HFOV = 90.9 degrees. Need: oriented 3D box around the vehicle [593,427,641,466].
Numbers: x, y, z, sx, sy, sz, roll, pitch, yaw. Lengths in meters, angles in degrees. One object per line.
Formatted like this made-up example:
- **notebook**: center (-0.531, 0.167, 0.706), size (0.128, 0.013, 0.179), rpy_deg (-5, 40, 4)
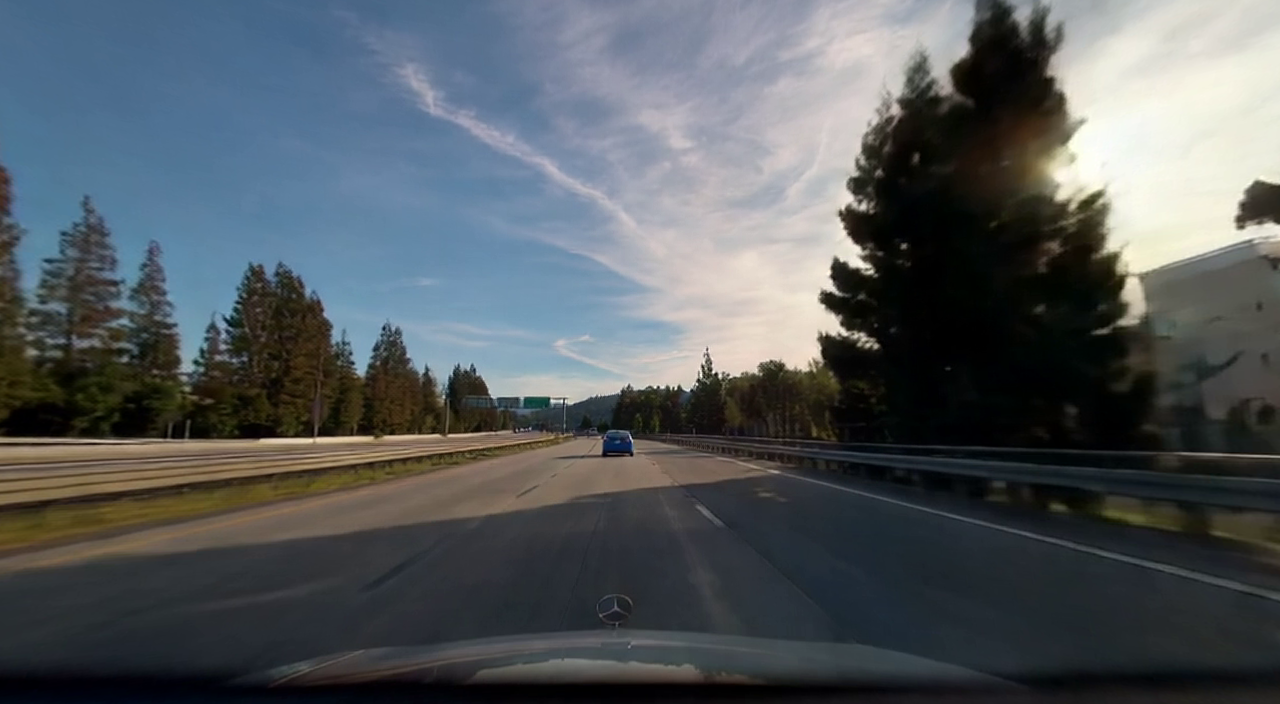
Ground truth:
- **vehicle**: center (-1.030, 4.241, 28.454), size (2.020, 1.633, 3.942), rpy_deg (0, -8, -2)
